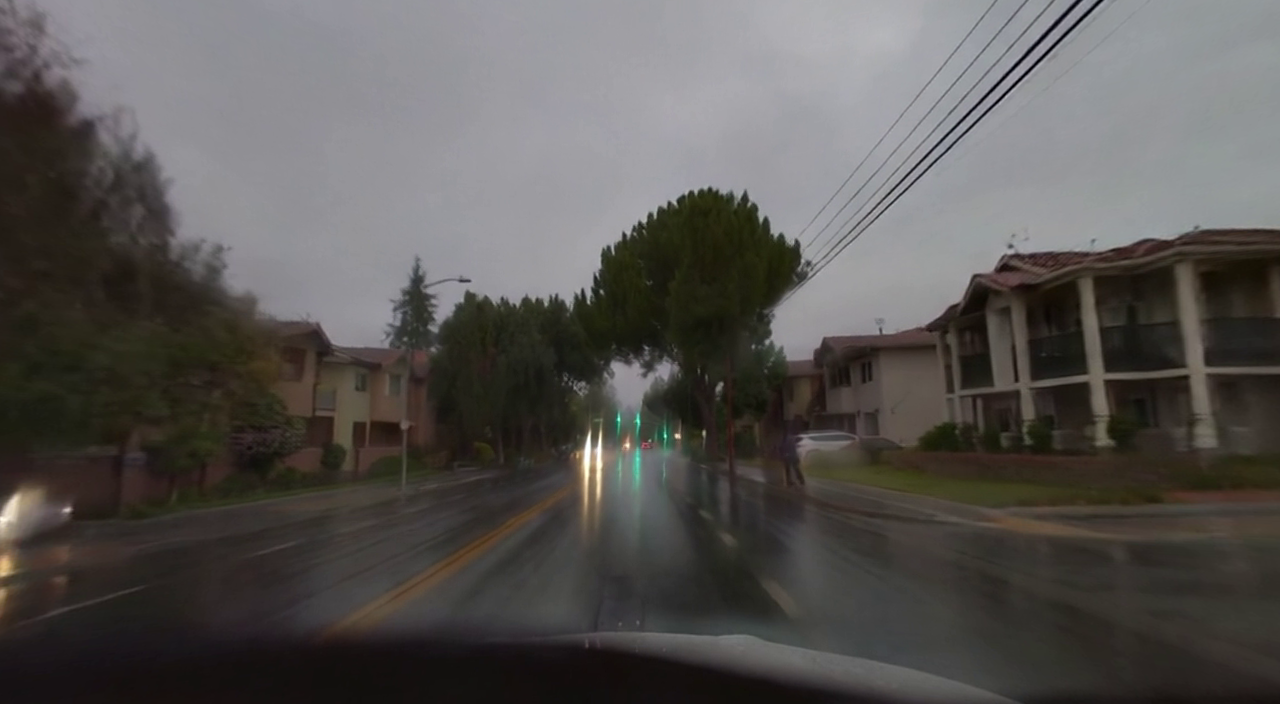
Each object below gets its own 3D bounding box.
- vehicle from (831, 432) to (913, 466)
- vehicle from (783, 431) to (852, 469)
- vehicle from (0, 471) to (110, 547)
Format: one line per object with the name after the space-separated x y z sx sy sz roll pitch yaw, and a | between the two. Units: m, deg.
11.867 5.029 32.716 2.181 1.530 4.867 -2 -8 -3 | vehicle
9.109 5.068 32.846 2.121 1.785 4.693 0 -9 -1 | vehicle
-15.362 3.696 14.846 2.124 1.538 4.237 -1 -8 0 | vehicle
